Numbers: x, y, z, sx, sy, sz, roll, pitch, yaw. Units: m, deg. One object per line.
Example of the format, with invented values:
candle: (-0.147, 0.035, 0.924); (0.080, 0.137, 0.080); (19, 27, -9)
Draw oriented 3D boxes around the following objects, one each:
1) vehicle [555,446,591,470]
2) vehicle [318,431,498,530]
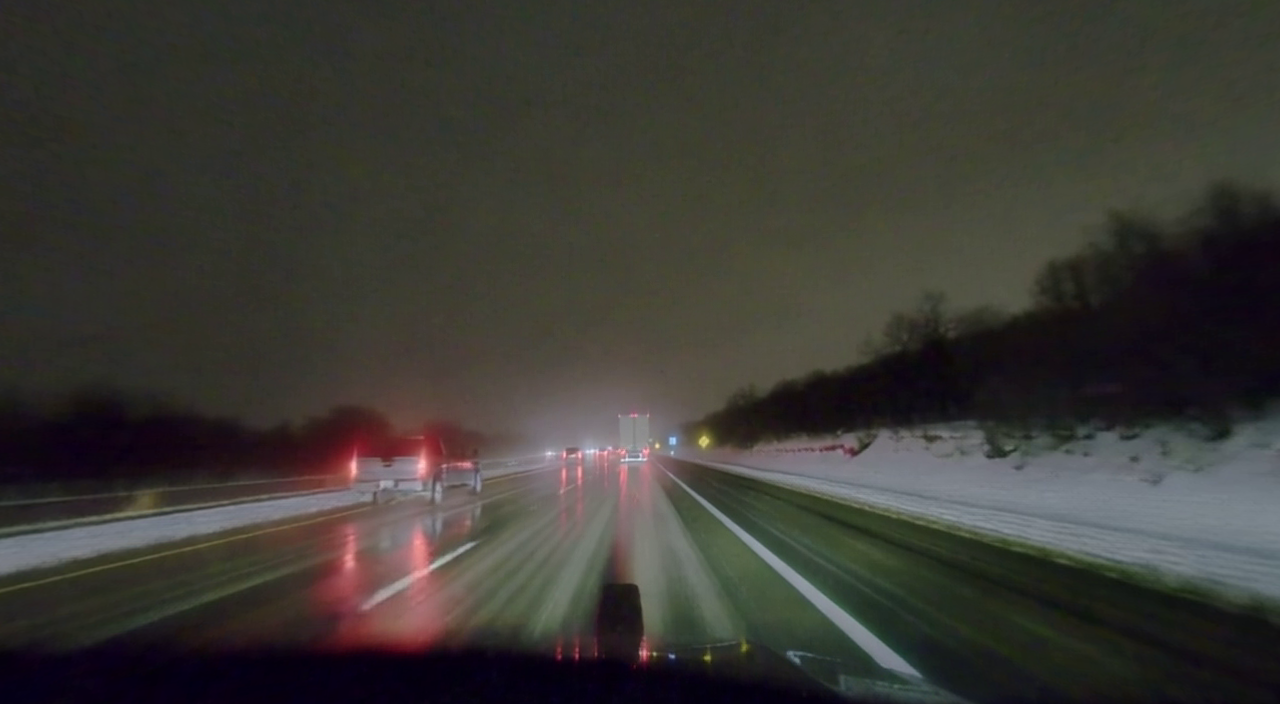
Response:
vehicle: (-4.497, 7.153, 42.787); (1.978, 1.507, 4.062); (0, -9, 0)
vehicle: (-4.330, 2.457, 12.648); (1.991, 1.618, 4.211); (0, -9, 0)
